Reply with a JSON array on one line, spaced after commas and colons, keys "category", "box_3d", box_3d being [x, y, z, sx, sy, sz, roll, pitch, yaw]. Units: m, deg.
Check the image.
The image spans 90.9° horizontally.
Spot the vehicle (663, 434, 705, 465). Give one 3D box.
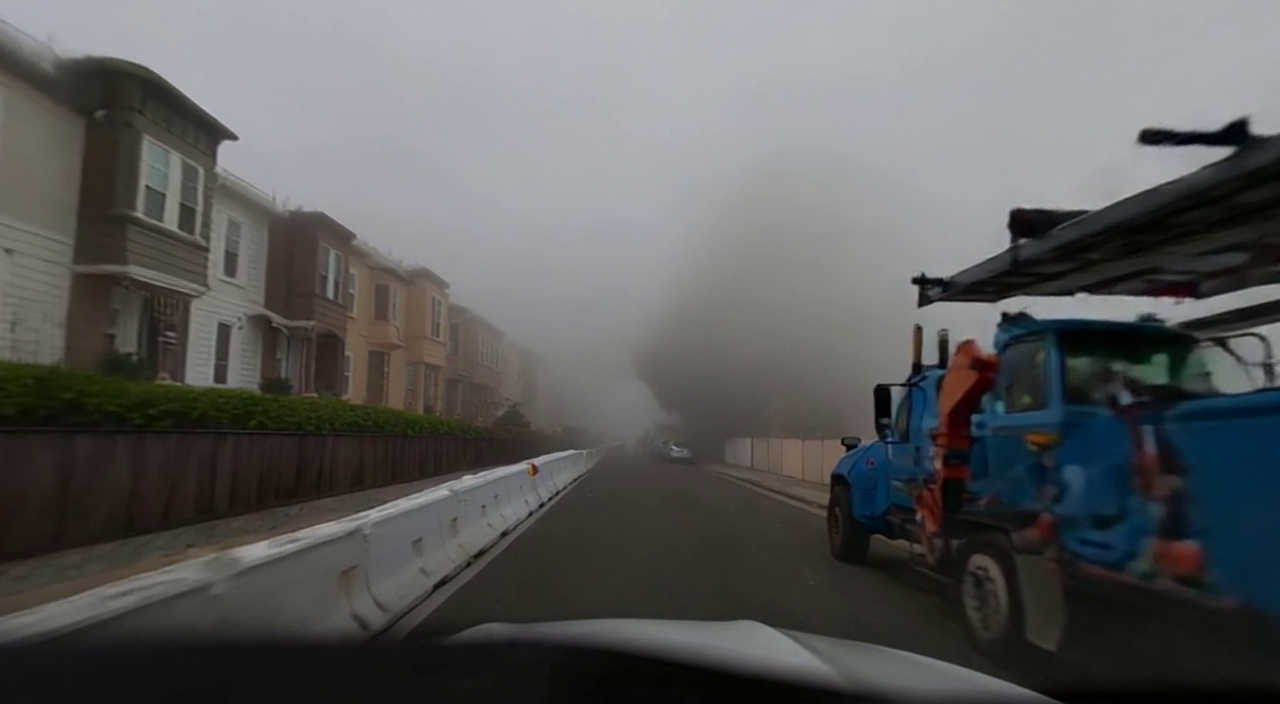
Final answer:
[{"category": "vehicle", "box_3d": [2.628, 5.950, 38.774, 2.066, 1.739, 4.234, 0, -8, -3]}]

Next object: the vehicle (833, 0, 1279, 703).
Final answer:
[{"category": "vehicle", "box_3d": [3.245, 0.335, 2.317, 2.879, 2.801, 6.142, 0, -8, -2]}]
